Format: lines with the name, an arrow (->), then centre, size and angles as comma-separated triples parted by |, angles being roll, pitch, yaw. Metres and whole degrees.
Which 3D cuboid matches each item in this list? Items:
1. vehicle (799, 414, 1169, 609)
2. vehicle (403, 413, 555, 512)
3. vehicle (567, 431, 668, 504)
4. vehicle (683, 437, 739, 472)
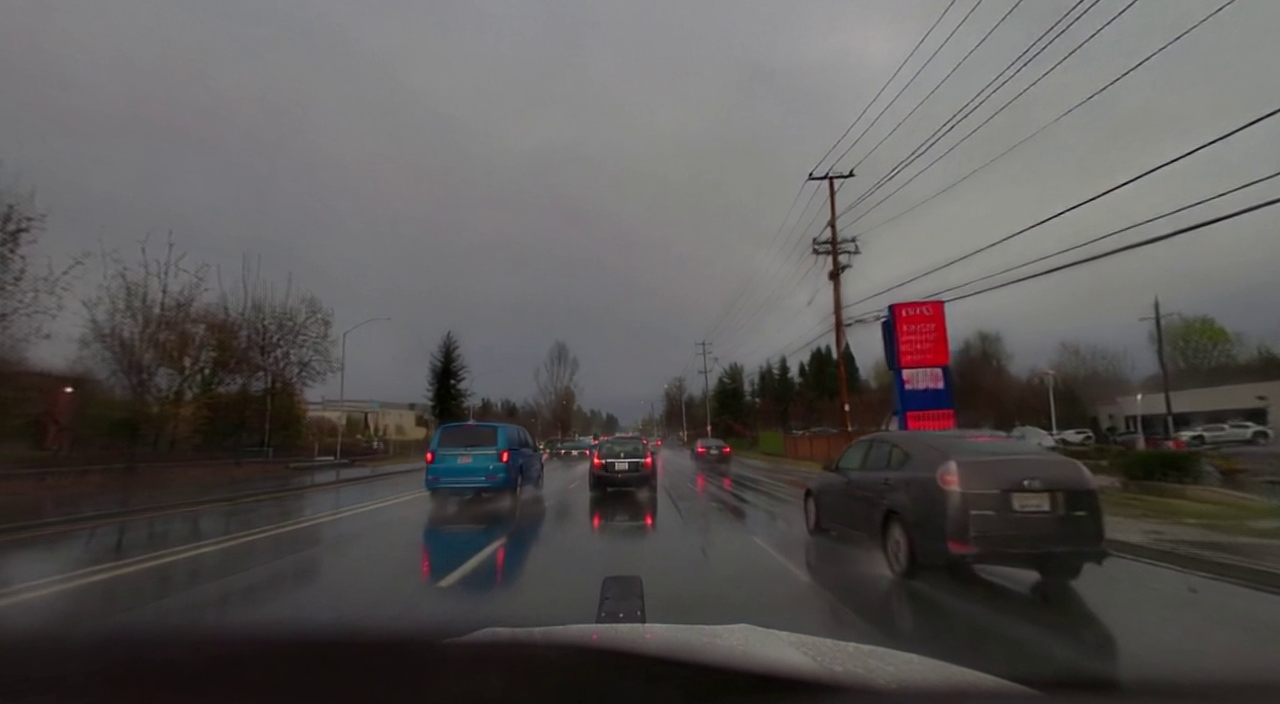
vehicle -> 3.198, 1.540, 6.912 | 1.880, 1.521, 3.724 | 0, -9, -1
vehicle -> -3.363, 2.440, 14.346 | 2.092, 1.839, 4.736 | 0, -9, 1
vehicle -> -0.455, 2.714, 15.171 | 2.097, 1.511, 3.809 | 0, -9, 0
vehicle -> 3.138, 4.635, 28.792 | 1.878, 1.479, 4.461 | 0, -9, -2
